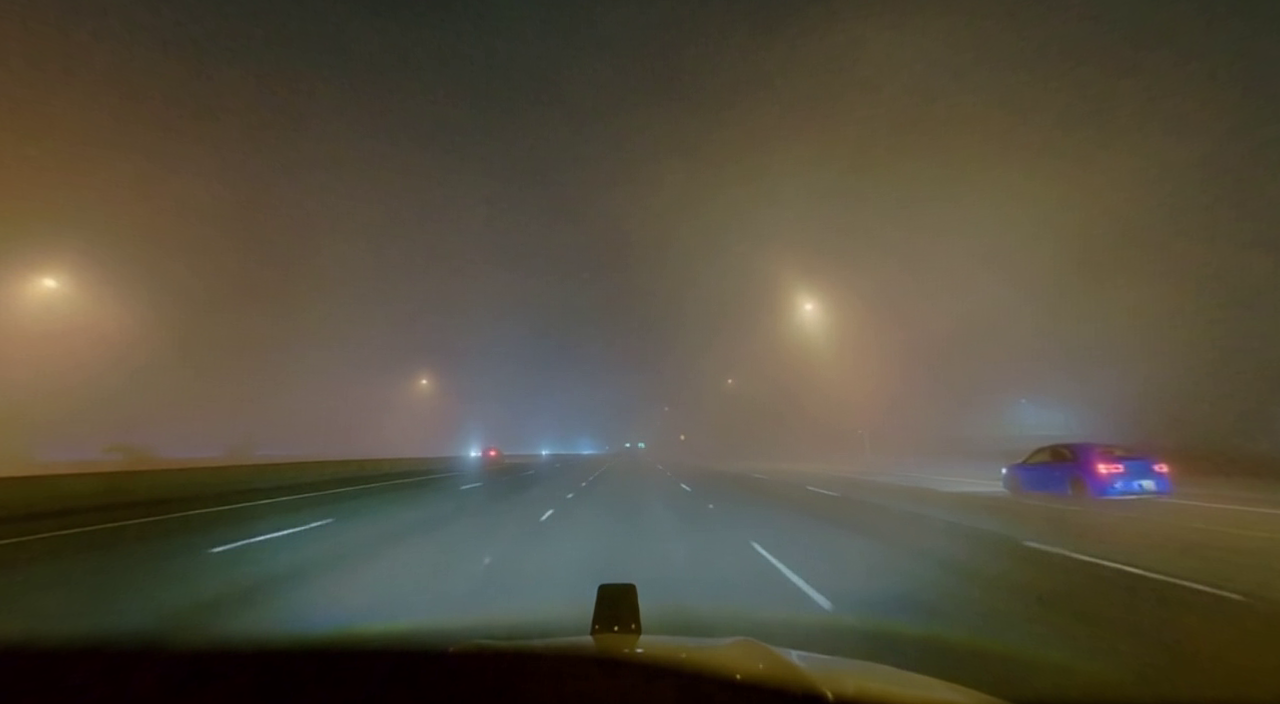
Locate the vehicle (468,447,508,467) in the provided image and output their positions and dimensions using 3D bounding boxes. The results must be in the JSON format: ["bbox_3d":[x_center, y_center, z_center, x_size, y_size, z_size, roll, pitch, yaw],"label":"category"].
[{"bbox_3d":[-11.393,7.884,47.735,1.921,1.452,4.429,0,-9,0],"label":"vehicle"}]

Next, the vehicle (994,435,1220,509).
[{"bbox_3d":[10.909,2.819,15.306,1.985,1.493,4.486,0,-9,-1],"label":"vehicle"}]
